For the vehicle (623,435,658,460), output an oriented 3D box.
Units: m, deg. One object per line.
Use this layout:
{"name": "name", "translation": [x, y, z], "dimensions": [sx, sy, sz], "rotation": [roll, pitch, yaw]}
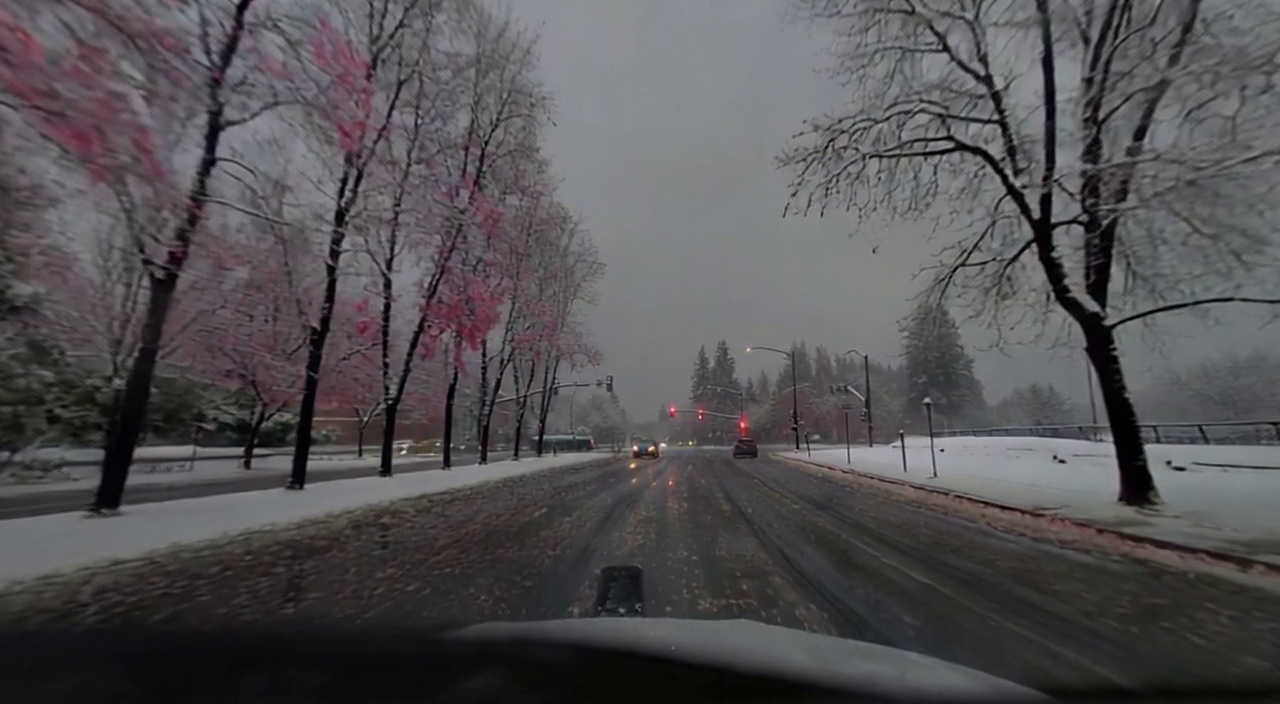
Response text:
{"name": "vehicle", "translation": [0.087, 6.914, 45.515], "dimensions": [1.995, 1.703, 4.367], "rotation": [-1, -9, 7]}
